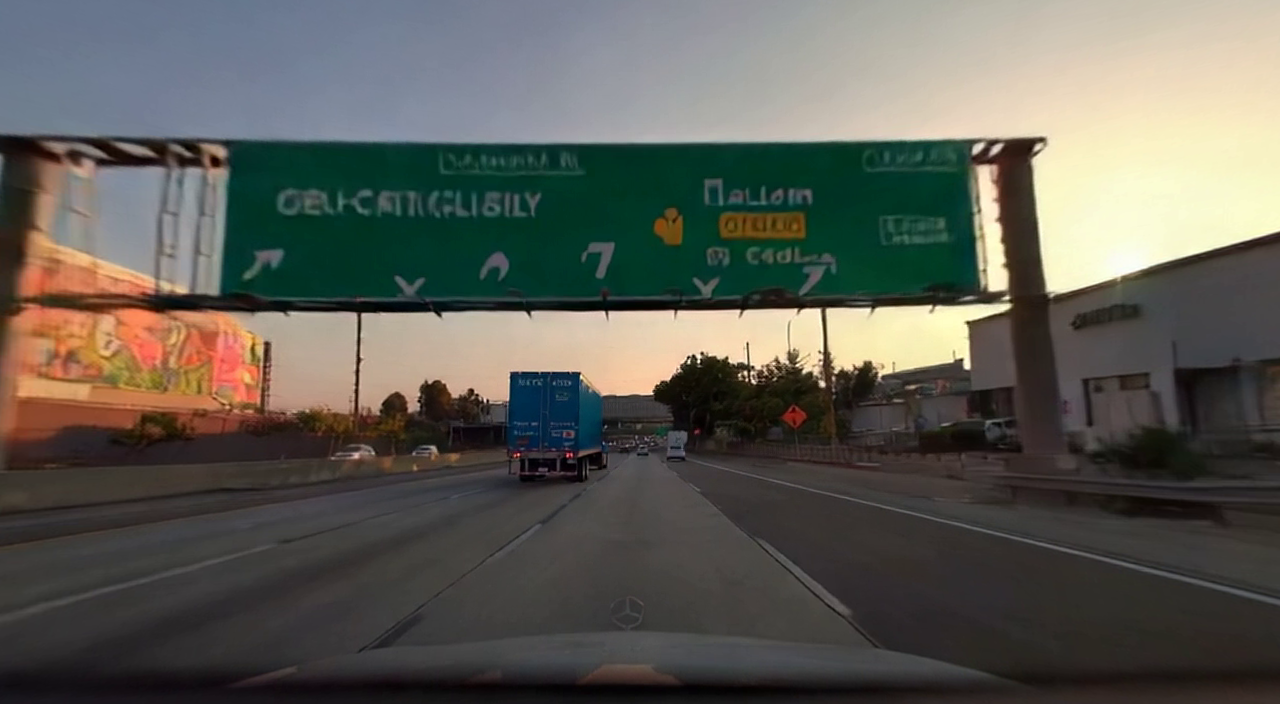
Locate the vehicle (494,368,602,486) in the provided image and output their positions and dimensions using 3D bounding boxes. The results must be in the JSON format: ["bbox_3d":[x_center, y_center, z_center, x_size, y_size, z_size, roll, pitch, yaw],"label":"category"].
[{"bbox_3d":[-3.432,3.126,26.208,2.977,4.048,8.890,0,-7,1],"label":"vehicle"}]
